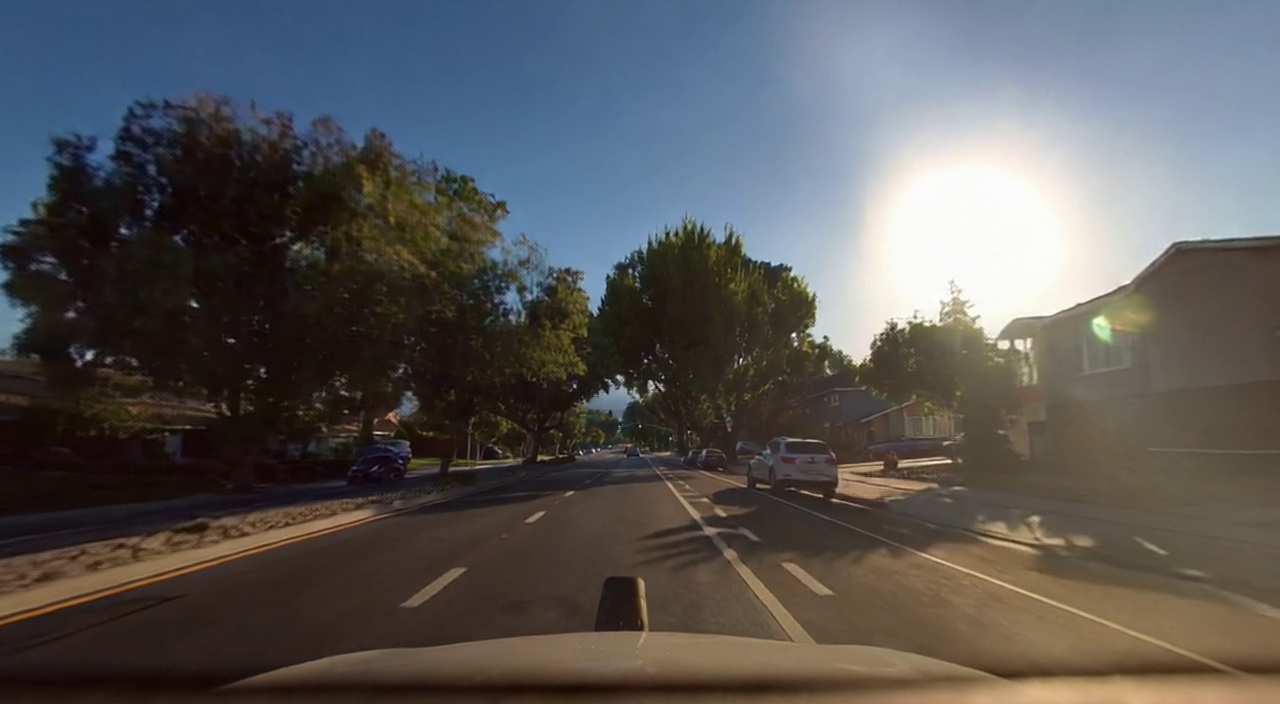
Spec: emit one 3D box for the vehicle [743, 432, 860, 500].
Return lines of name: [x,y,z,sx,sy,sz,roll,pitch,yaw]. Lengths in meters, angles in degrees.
vehicle: [4.721,3.411,19.326,2.180,1.782,4.790,0,-8,-1]

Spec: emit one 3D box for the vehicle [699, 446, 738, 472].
vehicle: [4.774,6.548,38.901,1.875,1.540,3.402,0,-8,-1]

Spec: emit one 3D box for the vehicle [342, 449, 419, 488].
vehicle: [-12.379,5.538,30.412,1.939,1.537,4.197,-3,-7,0]
